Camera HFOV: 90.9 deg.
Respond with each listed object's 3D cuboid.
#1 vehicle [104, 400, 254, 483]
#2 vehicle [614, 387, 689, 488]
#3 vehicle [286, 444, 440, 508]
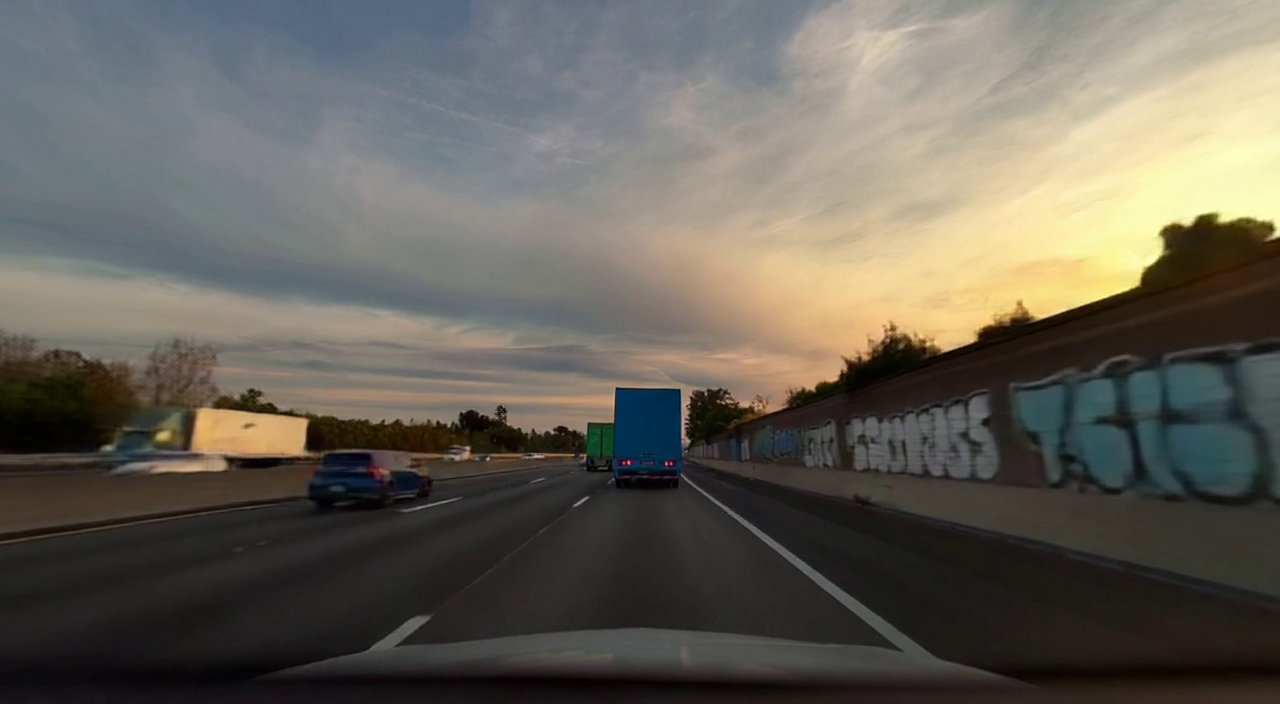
[{"bbox_3d":[-23.849,4.738,33.117,2.940,3.893,6.068,0,-9,2],"label":"vehicle"},{"bbox_3d":[0.489,4.292,30.911,2.997,4.069,10.871,0,-9,0],"label":"vehicle"},{"bbox_3d":[-7.447,3.373,17.630,1.998,1.529,4.850,0,-9,1],"label":"vehicle"}]
